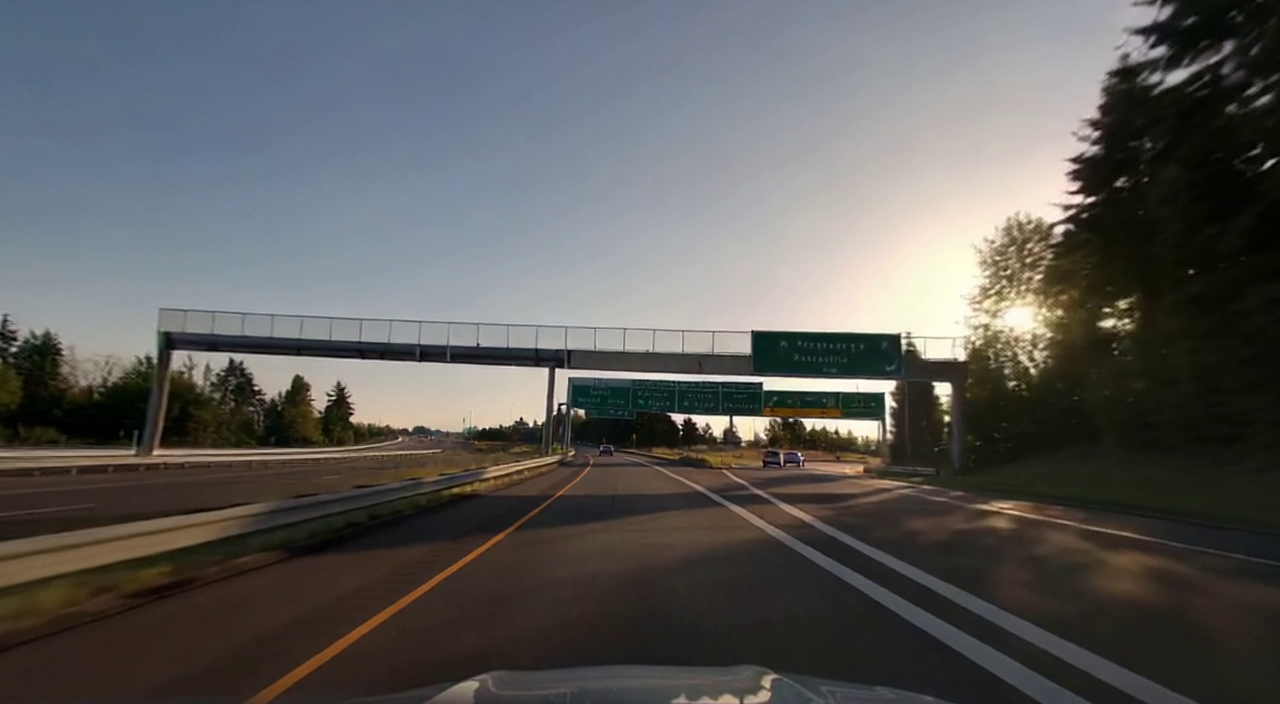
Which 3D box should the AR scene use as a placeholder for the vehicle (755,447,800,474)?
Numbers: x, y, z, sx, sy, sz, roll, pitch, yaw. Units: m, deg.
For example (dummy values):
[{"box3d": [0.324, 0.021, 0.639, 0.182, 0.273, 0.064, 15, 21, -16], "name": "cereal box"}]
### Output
[{"box3d": [7.896, 6.271, 36.422, 2.129, 1.444, 3.649, -2, -9, 7], "name": "vehicle"}]
